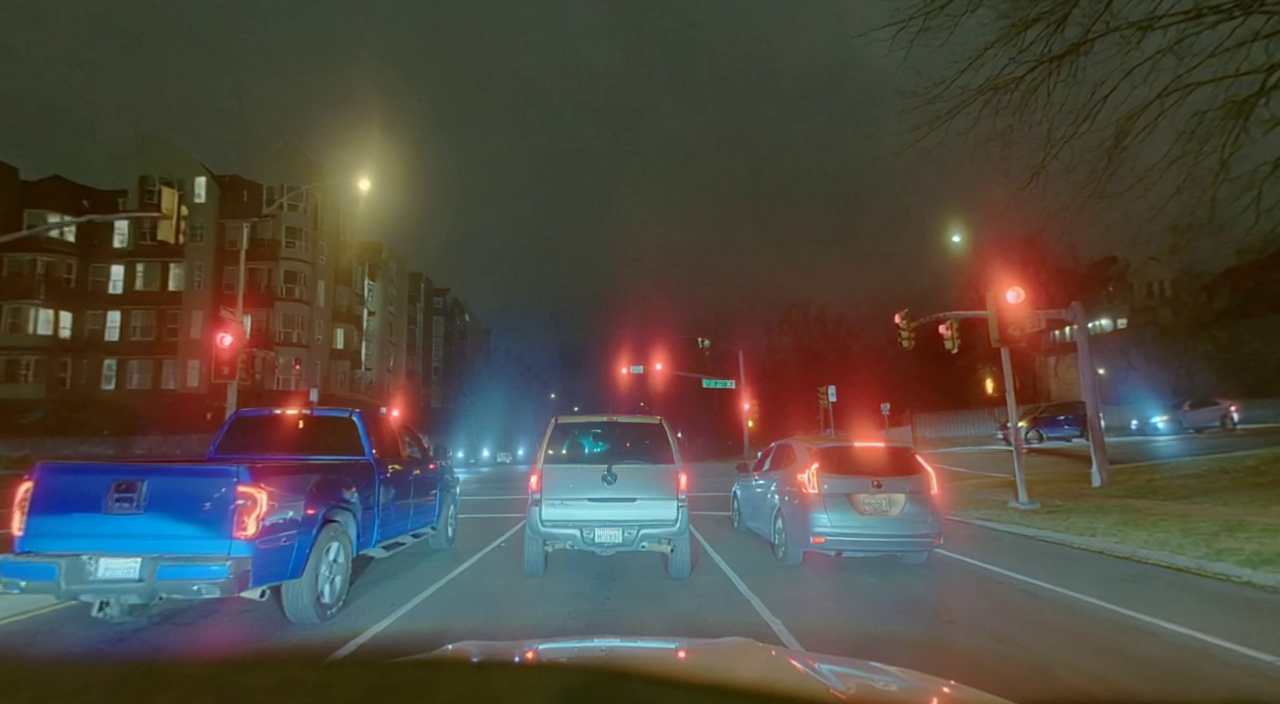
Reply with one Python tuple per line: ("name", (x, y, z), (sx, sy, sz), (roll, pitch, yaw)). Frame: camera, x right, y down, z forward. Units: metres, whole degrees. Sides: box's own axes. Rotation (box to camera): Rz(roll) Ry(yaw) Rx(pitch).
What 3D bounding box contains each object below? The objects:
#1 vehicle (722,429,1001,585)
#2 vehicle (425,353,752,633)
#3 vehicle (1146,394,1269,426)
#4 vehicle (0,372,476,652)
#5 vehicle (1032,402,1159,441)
("vehicle", (2.415, 1.814, 8.283), (2.016, 1.481, 4.336), (0, -9, -1))
("vehicle", (-0.391, 1.308, 6.731), (2.282, 1.964, 4.421), (0, -9, -1))
("vehicle", (29.278, 3.038, 32.678), (4.540, 1.543, 1.803), (0, -9, 1))
("vehicle", (-3.453, 1.427, 6.803), (2.146, 1.828, 5.148), (0, -9, -2))
("vehicle", (23.303, 3.596, 32.470), (4.721, 1.866, 2.188), (0, -9, 2))
